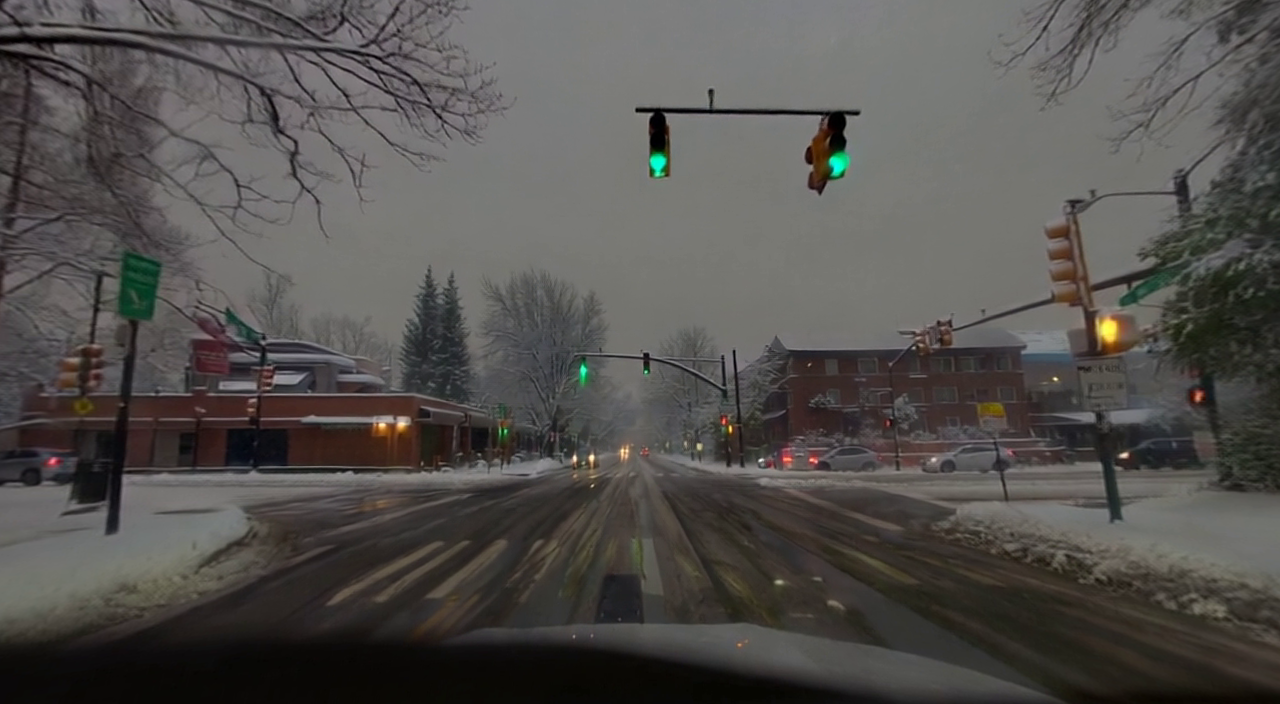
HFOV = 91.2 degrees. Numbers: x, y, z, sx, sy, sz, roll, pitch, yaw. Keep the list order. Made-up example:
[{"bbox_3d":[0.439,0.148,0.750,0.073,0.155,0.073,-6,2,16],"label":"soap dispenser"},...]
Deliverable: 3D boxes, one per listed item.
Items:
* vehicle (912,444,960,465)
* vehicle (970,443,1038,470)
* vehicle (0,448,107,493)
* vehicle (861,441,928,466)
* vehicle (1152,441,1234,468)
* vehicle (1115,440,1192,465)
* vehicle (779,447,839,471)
[{"bbox_3d":[21.844,7.598,46.397,1.923,1.463,3.758,-1,-9,3],"label":"vehicle"},{"bbox_3d":[20.949,5.993,36.243,1.851,1.388,3.475,0,-7,1],"label":"vehicle"},{"bbox_3d":[-22.824,4.370,23.237,4.362,1.593,1.936,-1,-9,2],"label":"vehicle"},{"bbox_3d":[16.949,6.760,41.643,4.522,1.546,1.941,6,-11,-35],"label":"vehicle"},{"bbox_3d":[31.448,5.826,35.762,1.612,1.402,3.320,-1,-9,0],"label":"vehicle"},{"bbox_3d":[29.078,5.688,35.591,1.591,1.332,3.202,-2,-8,0],"label":"vehicle"},{"bbox_3d":[11.130,7.011,41.220,1.955,1.508,4.295,-9,-12,42],"label":"vehicle"}]
